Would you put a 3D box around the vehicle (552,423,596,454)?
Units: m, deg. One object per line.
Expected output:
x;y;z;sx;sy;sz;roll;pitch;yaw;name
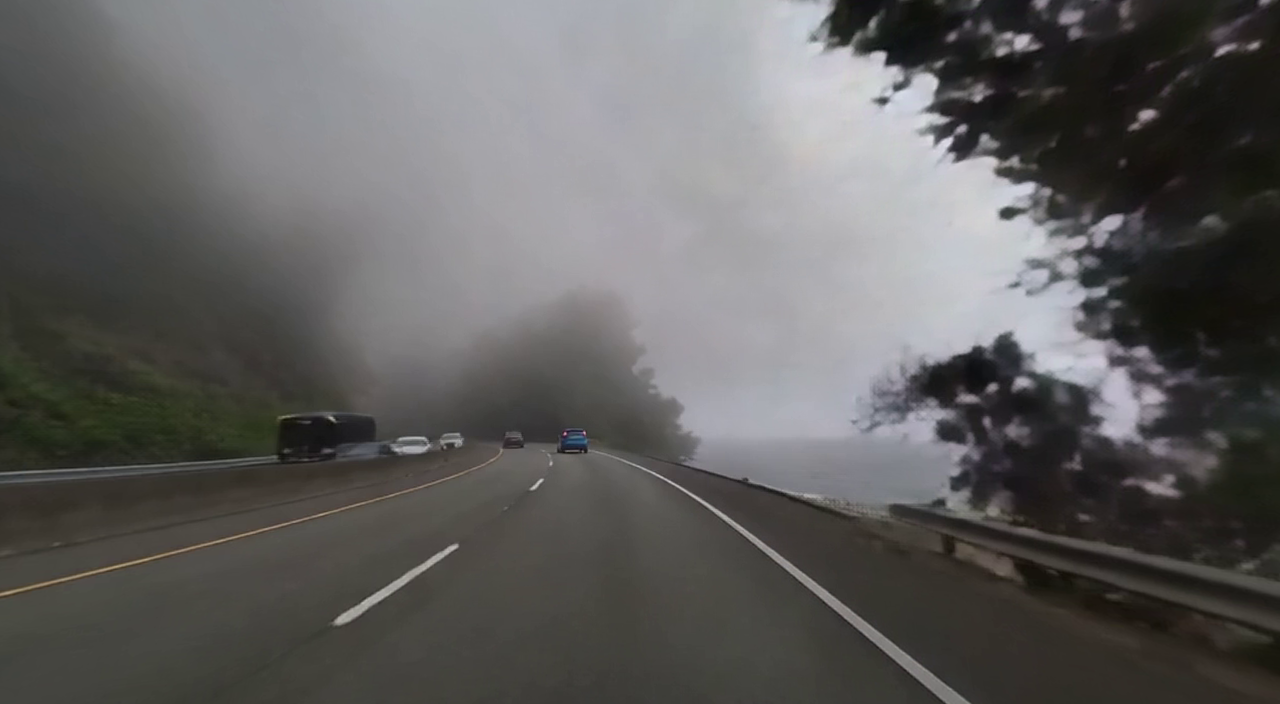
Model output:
-4.926;6.396;46.353;2.632;2.162;5.529;1;-9;-11;vehicle

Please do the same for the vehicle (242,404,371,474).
-16.738;4.521;32.495;2.876;3.122;8.556;1;-9;-7;vehicle

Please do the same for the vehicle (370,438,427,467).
-13.373;5.597;35.240;1.987;1.473;4.367;1;-9;-8;vehicle
